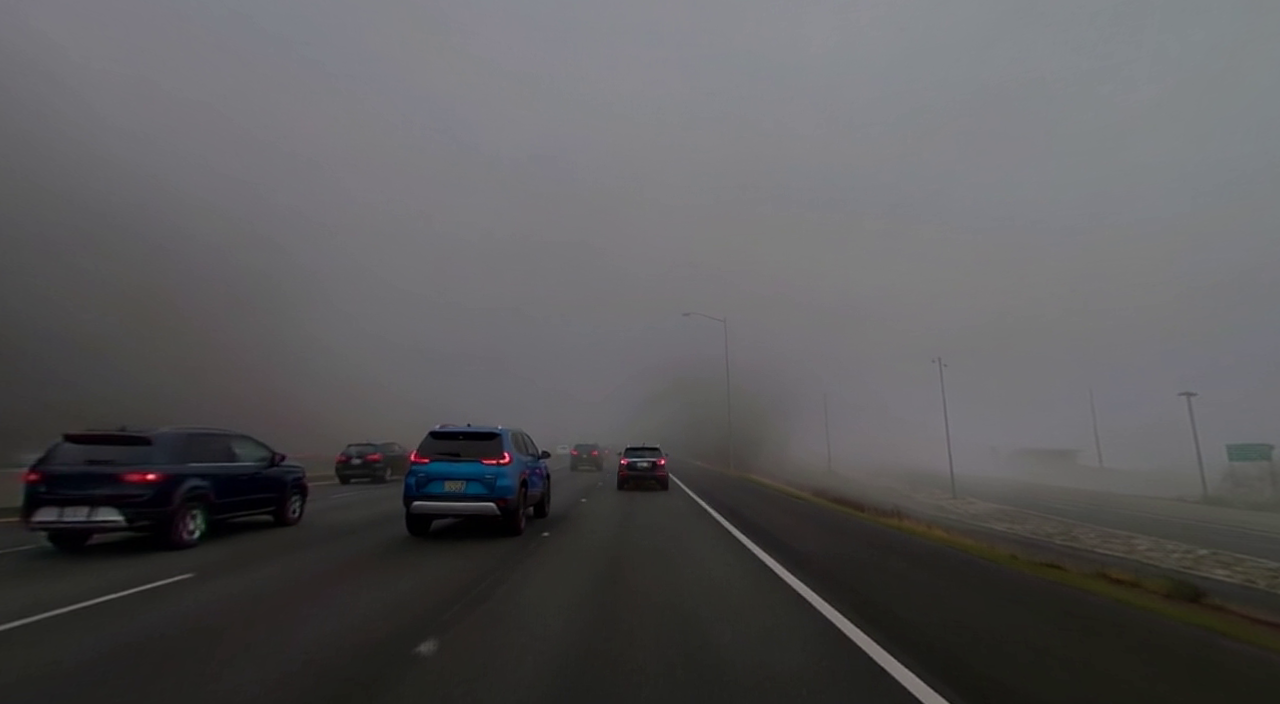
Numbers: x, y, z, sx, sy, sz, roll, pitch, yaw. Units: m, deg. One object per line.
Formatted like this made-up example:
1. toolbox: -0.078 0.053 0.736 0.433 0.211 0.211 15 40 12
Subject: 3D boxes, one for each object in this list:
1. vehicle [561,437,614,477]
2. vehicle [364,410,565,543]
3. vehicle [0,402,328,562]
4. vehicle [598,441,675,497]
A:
1. vehicle: -2.464 5.104 30.745 2.125 1.771 4.721 0 -9 0
2. vehicle: -2.641 2.009 10.692 2.123 1.798 4.108 0 -9 1
3. vehicle: -7.064 1.846 9.600 2.162 1.823 4.566 0 -9 1
4. vehicle: -0.120 3.446 18.976 2.068 1.488 4.045 0 -9 -1
